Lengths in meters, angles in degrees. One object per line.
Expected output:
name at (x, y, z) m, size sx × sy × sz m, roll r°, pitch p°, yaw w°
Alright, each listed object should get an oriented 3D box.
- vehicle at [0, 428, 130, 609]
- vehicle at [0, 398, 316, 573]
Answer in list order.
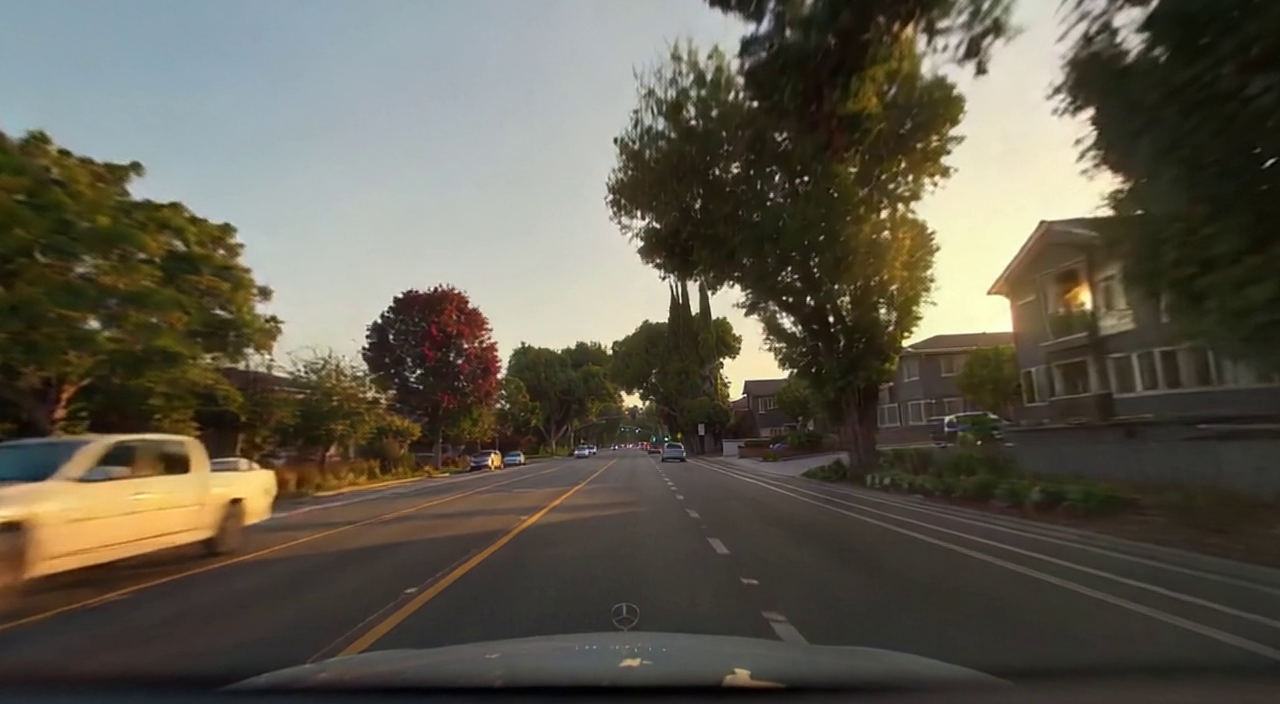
vehicle at (-6.926, 1.410, 4.952) m, size 1.944 × 1.655 × 4.607 m, roll 0°, pitch -9°, yaw 1°
vehicle at (-6.881, 1.876, 9.441) m, size 2.137 × 2.095 × 3.415 m, roll 0°, pitch -9°, yaw 1°
